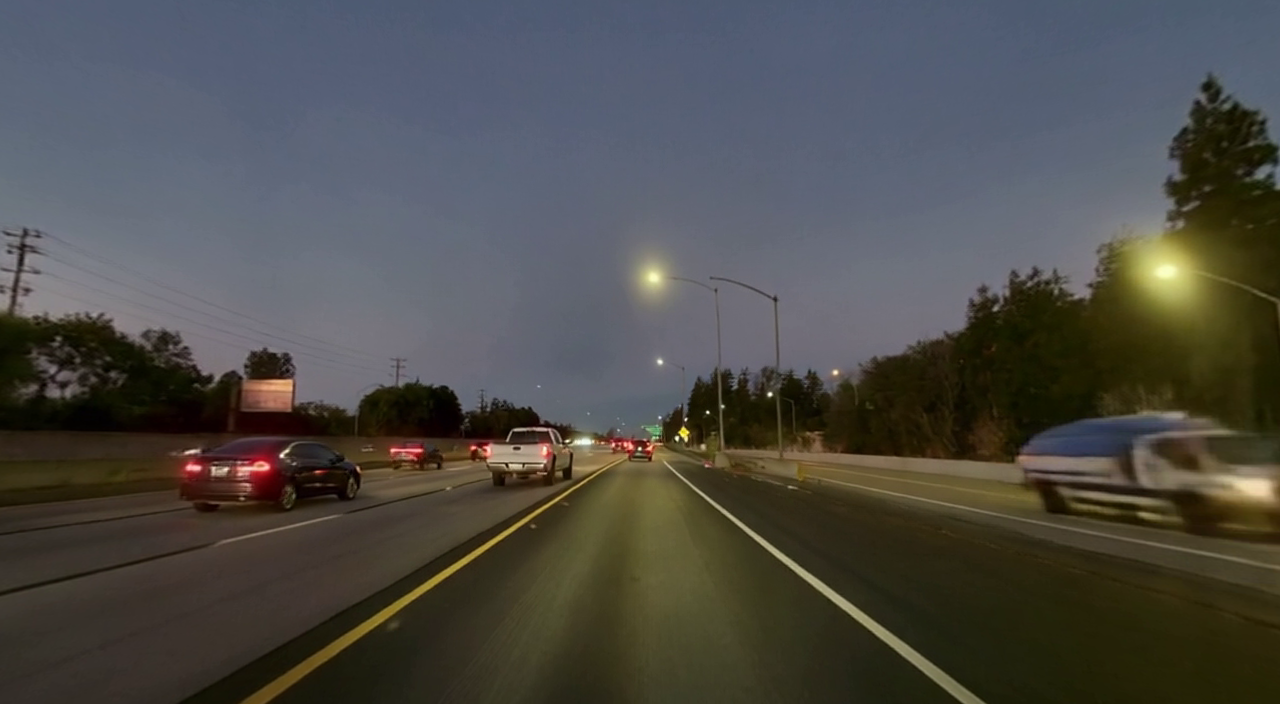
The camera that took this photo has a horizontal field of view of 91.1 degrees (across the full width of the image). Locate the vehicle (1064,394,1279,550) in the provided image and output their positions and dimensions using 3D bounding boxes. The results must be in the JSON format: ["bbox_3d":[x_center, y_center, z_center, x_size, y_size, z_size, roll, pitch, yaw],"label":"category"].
[{"bbox_3d":[10.978,2.133,11.582,2.244,2.374,5.762,0,-8,0],"label":"vehicle"}]

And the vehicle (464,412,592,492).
[{"bbox_3d":[-3.222,3.130,19.980,2.815,2.092,6.526,0,-8,0],"label":"vehicle"}]

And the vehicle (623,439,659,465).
[{"bbox_3d":[0.114,5.889,37.270,2.013,1.444,4.447,0,-8,2],"label":"vehicle"}]

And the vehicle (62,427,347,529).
[{"bbox_3d":[-7.463,2.183,11.499,1.964,1.481,4.425,0,-8,1],"label":"vehicle"}]

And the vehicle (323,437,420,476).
[{"bbox_3d":[-10.957,4.284,26.060,1.884,1.453,4.579,0,-8,2],"label":"vehicle"}]
